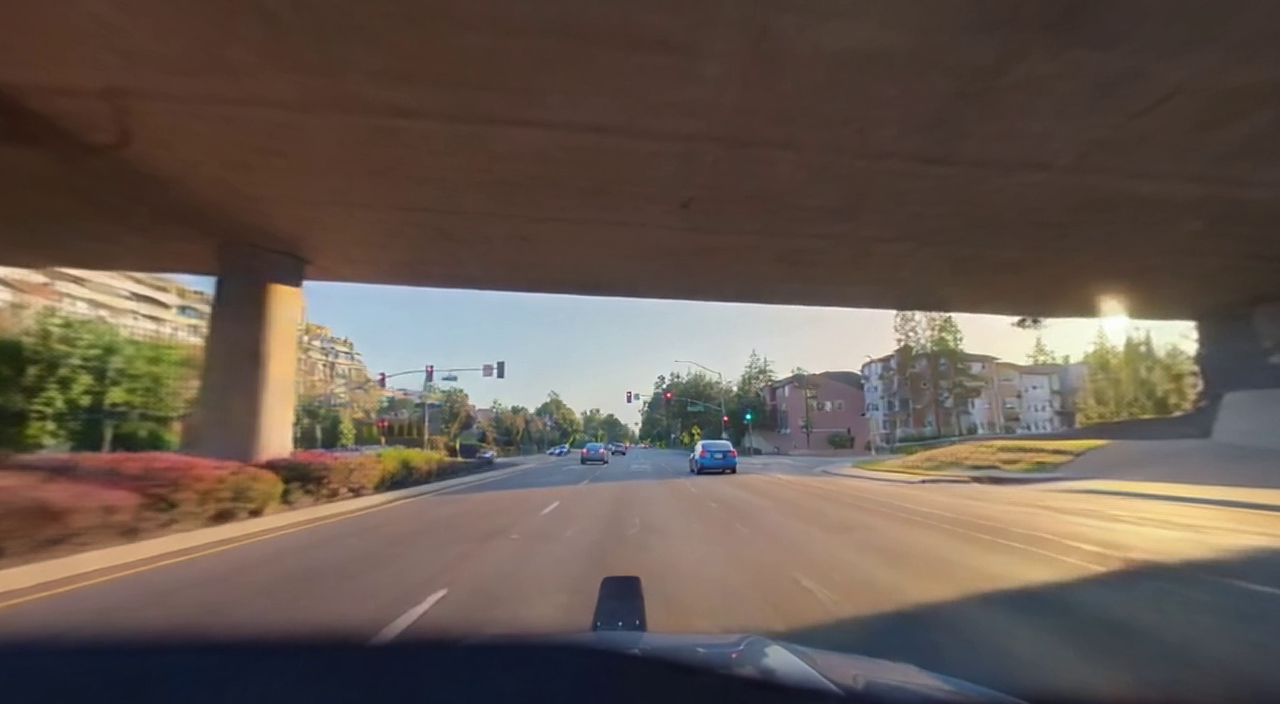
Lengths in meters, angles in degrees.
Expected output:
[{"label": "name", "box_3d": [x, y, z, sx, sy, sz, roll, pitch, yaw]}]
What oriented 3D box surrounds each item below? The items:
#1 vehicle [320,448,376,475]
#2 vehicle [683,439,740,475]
[{"label": "vehicle", "box_3d": [-20.522, 7.700, 44.555, 1.918, 1.790, 4.081, 0, -8, 0]}, {"label": "vehicle", "box_3d": [3.249, 4.875, 29.581, 2.068, 1.497, 4.247, 0, -8, -2]}]
